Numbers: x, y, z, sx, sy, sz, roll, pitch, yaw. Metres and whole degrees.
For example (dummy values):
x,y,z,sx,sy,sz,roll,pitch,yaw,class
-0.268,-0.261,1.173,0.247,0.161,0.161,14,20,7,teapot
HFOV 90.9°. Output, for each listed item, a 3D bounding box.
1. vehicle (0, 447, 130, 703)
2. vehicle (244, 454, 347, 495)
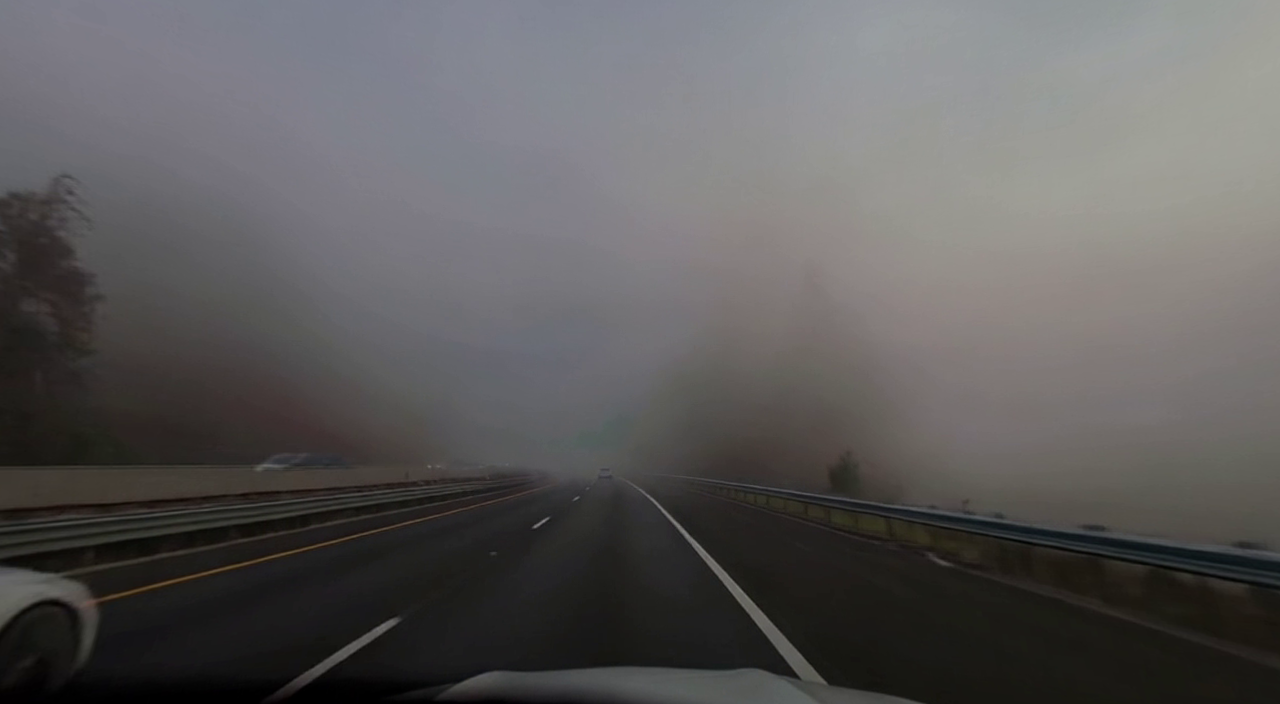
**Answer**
x,y,z,sx,sy,sz,roll,pitch,yaw,class
-4.699,0.975,1.942,2.131,1.485,4.858,1,-11,0,vehicle
-13.460,4.826,24.897,1.853,1.426,3.982,1,-11,-1,vehicle
